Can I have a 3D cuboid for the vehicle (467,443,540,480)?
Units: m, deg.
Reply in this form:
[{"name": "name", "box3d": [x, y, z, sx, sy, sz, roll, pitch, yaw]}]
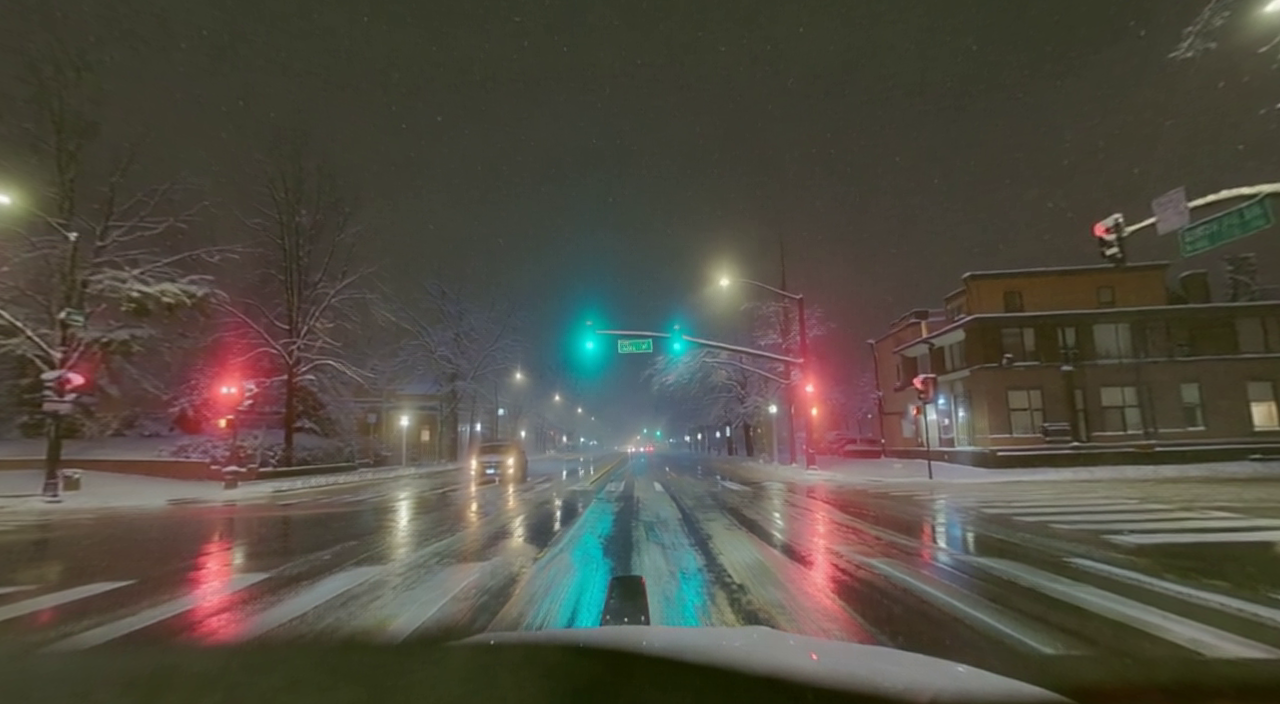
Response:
[{"name": "vehicle", "box3d": [-5.863, 4.735, 27.652, 2.127, 1.473, 4.428, 0, -9, 1]}]
